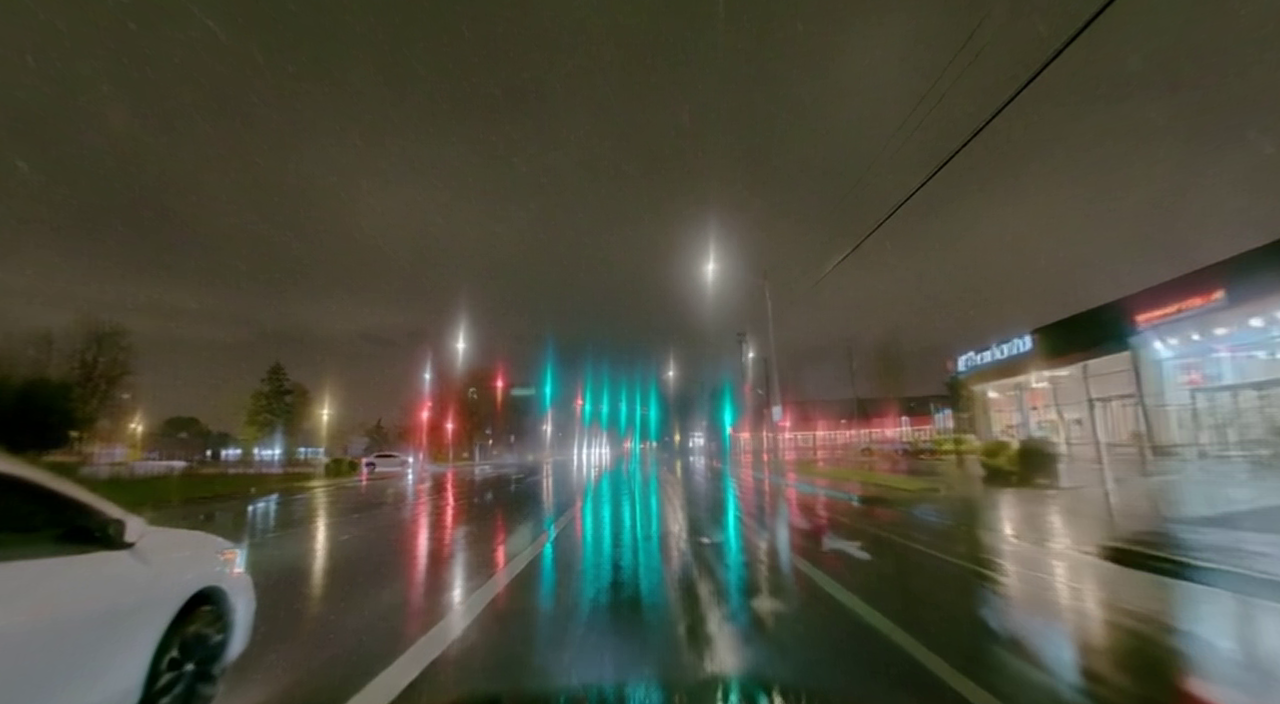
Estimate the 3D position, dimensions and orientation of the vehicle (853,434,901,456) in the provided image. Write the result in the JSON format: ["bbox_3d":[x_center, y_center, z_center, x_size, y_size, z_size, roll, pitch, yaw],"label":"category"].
[{"bbox_3d":[18.449,7.288,49.415,1.879,1.643,4.484,0,-8,-2],"label":"vehicle"}]

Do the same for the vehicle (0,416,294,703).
[{"bbox_3d":[-3.018,0.844,1.437,1.874,1.424,4.553,-1,-8,0],"label":"vehicle"}]
